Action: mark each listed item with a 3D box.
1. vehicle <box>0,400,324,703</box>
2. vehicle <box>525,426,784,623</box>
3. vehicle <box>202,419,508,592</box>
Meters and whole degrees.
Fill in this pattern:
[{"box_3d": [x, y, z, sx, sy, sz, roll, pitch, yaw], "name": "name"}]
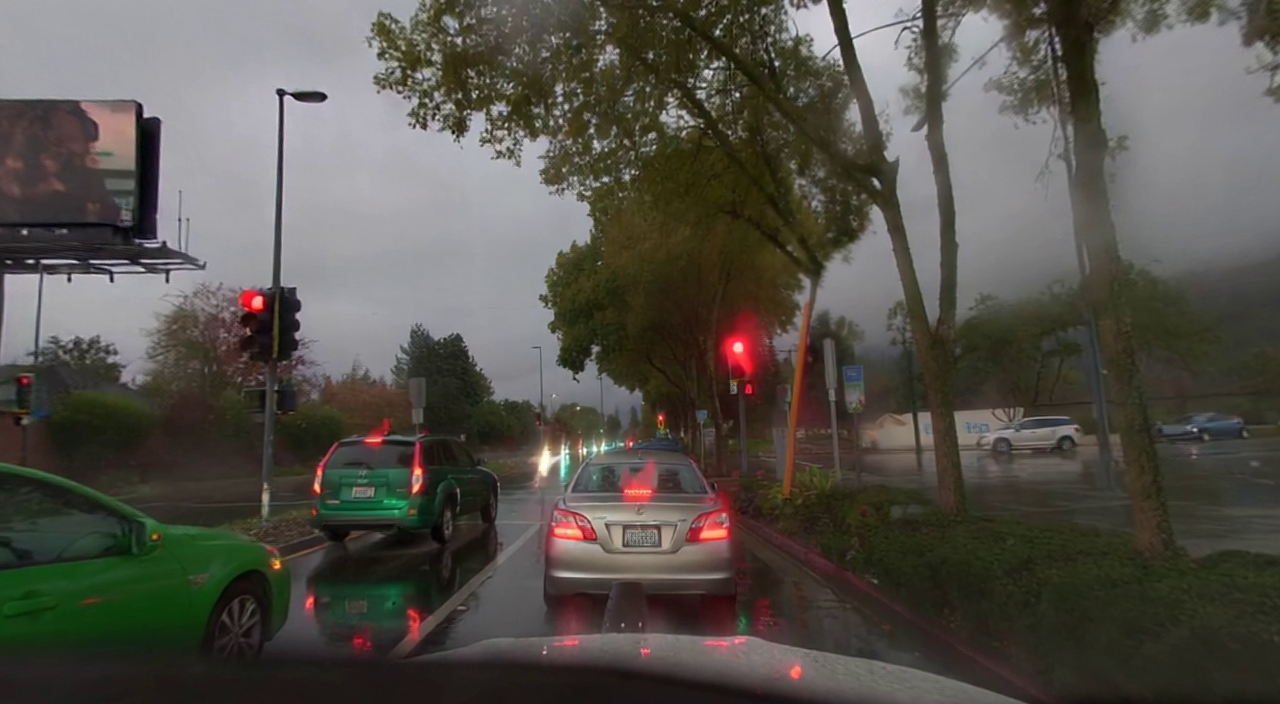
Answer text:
[{"box_3d": [-3.146, 0.975, 2.415, 1.808, 1.520, 3.846, -1, -9, 1], "name": "vehicle"}, {"box_3d": [0.046, 1.585, 6.621, 1.977, 1.467, 3.474, 0, -9, -2], "name": "vehicle"}, {"box_3d": [-3.164, 1.790, 8.132, 1.950, 1.628, 4.082, -1, -9, 1], "name": "vehicle"}]
